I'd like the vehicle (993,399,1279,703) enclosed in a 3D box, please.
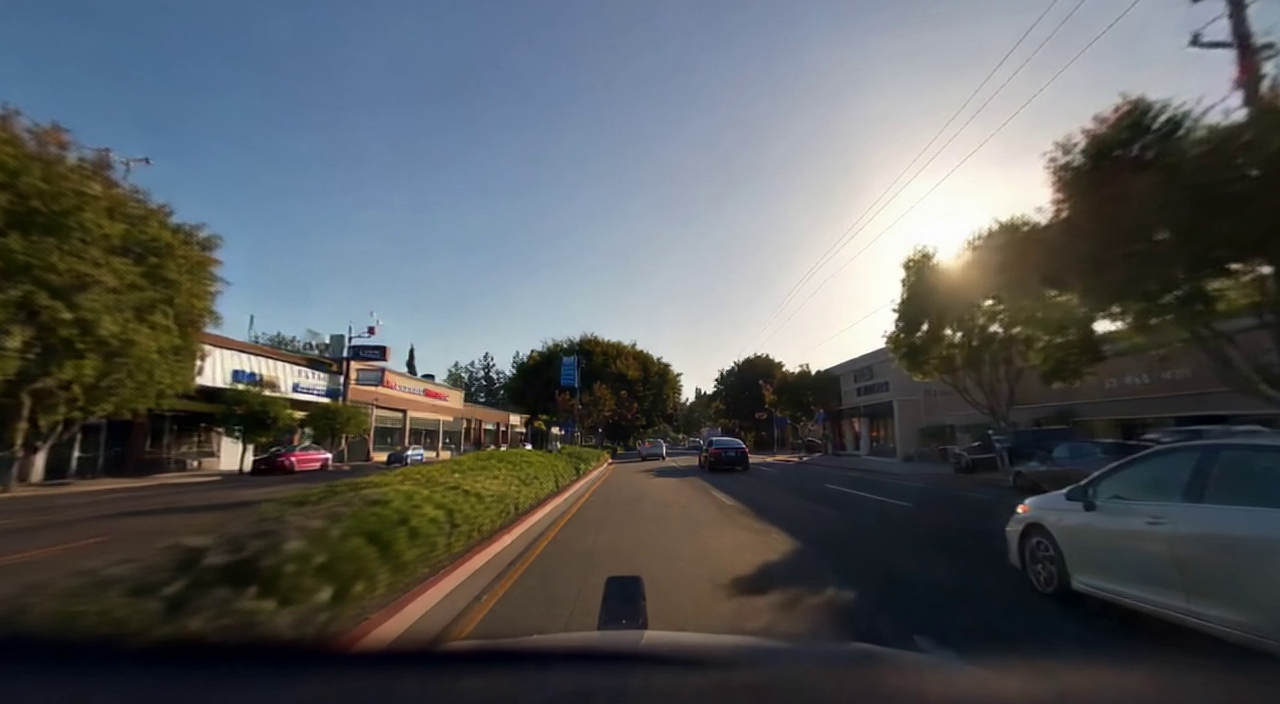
[{"bbox_3d":[3.894,0.952,2.868,1.908,1.463,4.506,0,-9,0],"label":"vehicle"}]

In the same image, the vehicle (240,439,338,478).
[{"bbox_3d":[-18.943,5.753,34.236,2.488,1.752,4.991,-3,-7,1],"label":"vehicle"}]

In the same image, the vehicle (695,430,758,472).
[{"bbox_3d":[3.716,4.383,27.793,2.115,1.692,4.189,0,-9,-1],"label":"vehicle"}]

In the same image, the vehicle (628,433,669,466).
[{"bbox_3d":[0.408,5.317,34.378,2.098,1.682,3.778,0,-9,0],"label":"vehicle"}]
